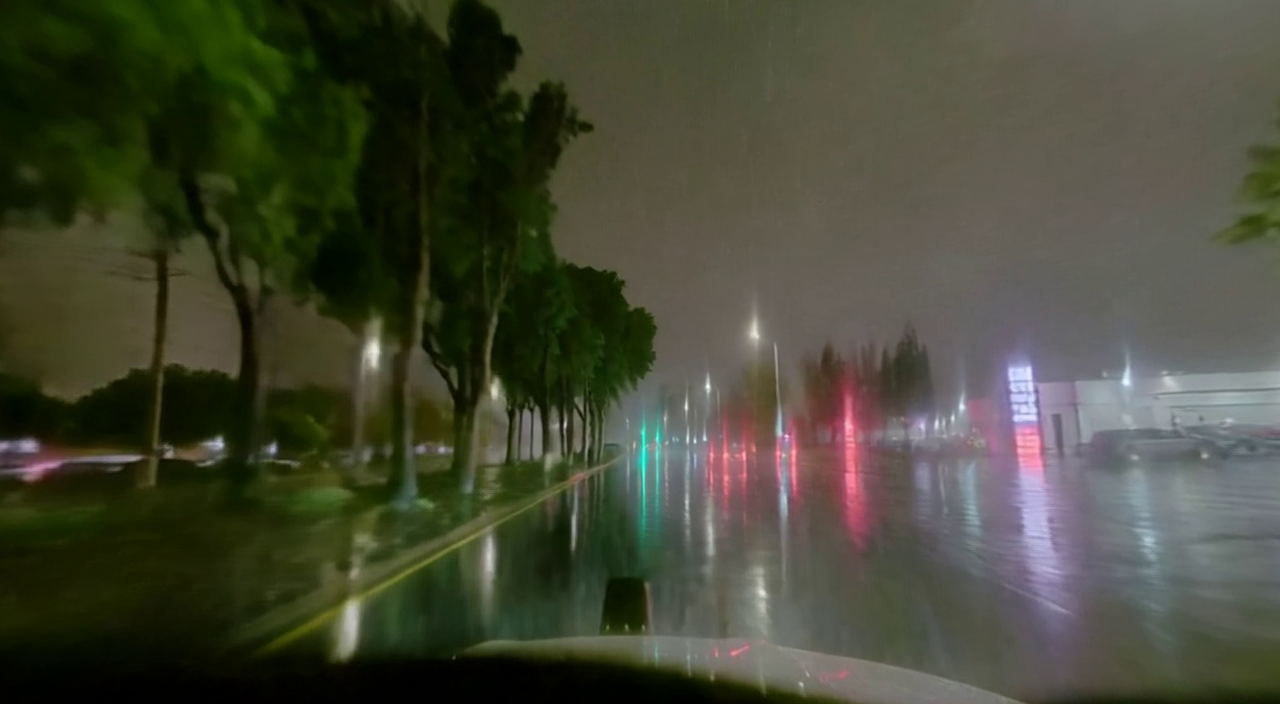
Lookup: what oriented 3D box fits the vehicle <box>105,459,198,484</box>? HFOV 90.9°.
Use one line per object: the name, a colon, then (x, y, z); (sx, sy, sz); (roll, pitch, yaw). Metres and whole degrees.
vehicle: (-31.188, 7.617, 40.413); (4.320, 1.463, 1.827); (4, -9, -25)
